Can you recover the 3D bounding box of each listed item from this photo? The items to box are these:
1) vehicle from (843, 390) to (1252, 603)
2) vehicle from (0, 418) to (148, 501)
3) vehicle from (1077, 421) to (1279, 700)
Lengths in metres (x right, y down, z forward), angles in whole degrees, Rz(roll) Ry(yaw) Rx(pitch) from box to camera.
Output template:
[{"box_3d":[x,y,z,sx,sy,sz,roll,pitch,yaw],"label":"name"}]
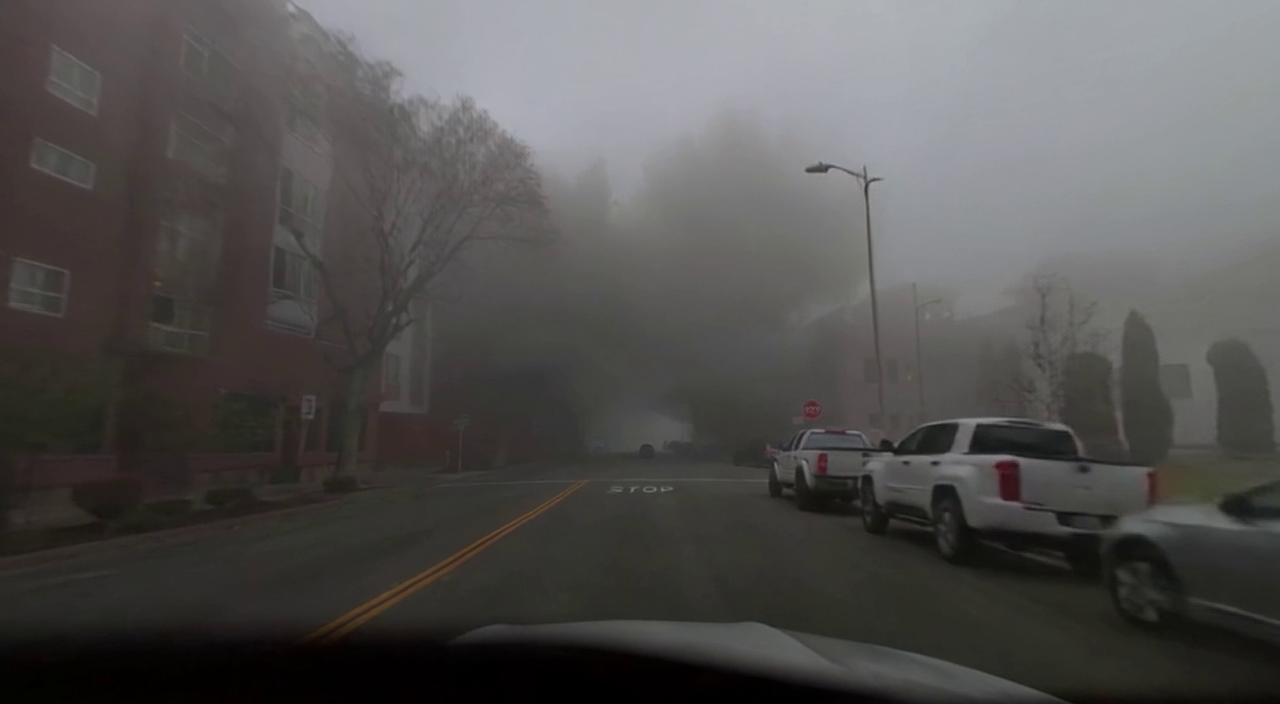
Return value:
[{"box_3d":[4.295,1.603,7.811,2.041,1.838,4.524,0,-9,1],"label":"vehicle"},{"box_3d":[-16.538,2.792,16.422,5.388,2.044,2.295,5,-10,-31],"label":"vehicle"},{"box_3d":[4.336,1.021,2.727,1.801,1.491,4.308,0,-9,1],"label":"vehicle"}]
